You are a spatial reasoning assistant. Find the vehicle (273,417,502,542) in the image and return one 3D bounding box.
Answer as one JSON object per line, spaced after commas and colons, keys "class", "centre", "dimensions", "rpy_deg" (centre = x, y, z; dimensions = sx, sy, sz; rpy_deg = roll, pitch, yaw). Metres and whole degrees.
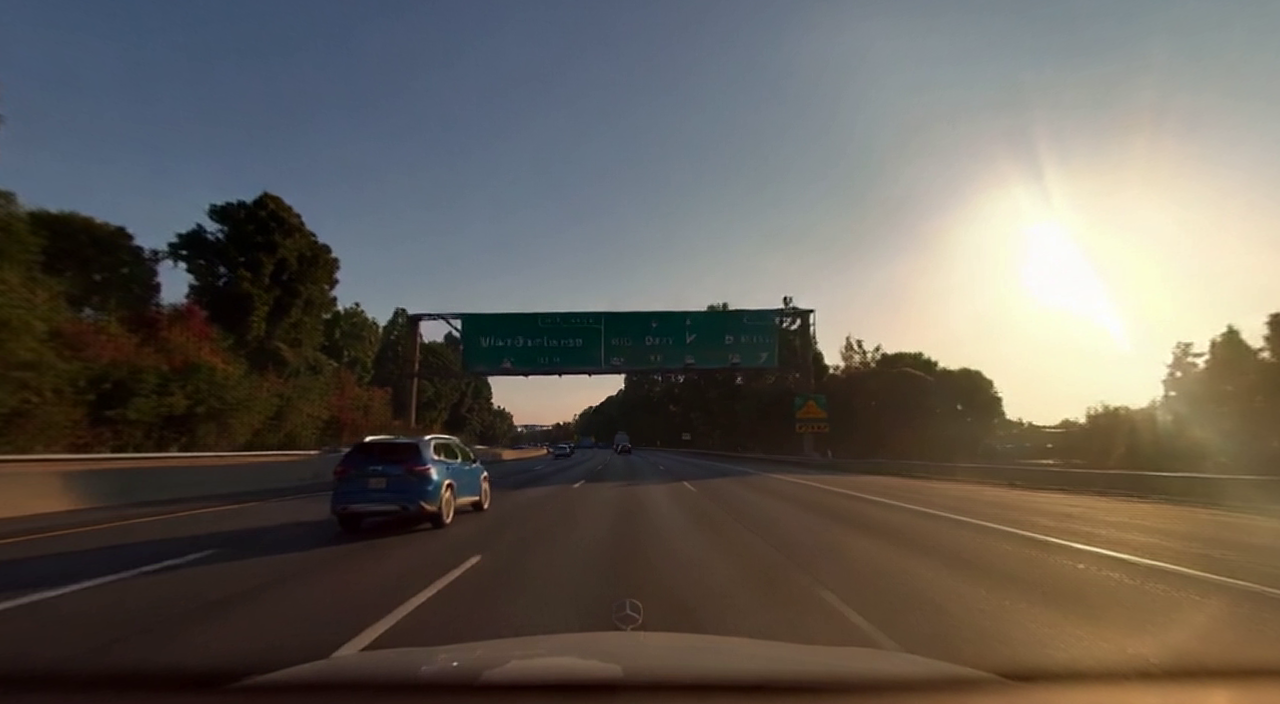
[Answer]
{"class": "vehicle", "centre": [-4.033, 2.122, 11.146], "dimensions": [2.162, 1.724, 4.537], "rpy_deg": [0, -8, 0]}
